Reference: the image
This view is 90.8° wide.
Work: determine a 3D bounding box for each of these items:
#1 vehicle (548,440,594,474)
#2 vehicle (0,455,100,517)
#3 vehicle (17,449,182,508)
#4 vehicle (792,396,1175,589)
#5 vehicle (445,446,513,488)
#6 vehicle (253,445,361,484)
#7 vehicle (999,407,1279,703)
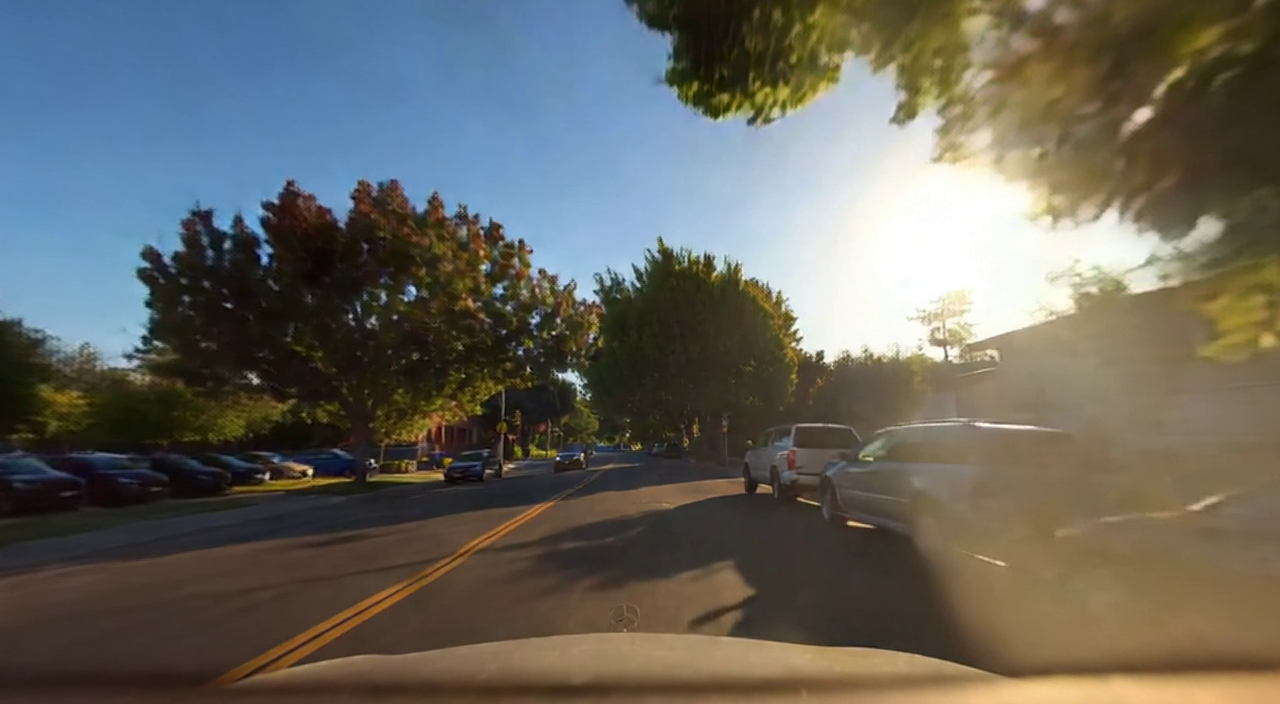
[{"bbox_3d":[-3.846,5.916,35.947,2.088,1.772,4.375,-1,-9,0],"label":"vehicle"},{"bbox_3d":[-16.528,3.432,16.493,4.018,1.401,1.912,-4,-9,21],"label":"vehicle"},{"bbox_3d":[-16.421,3.759,19.201,4.452,1.552,2.158,-5,-10,27],"label":"vehicle"},{"bbox_3d":[3.873,1.706,8.633,2.094,1.789,5.286,0,-9,-2],"label":"vehicle"},{"bbox_3d":[-7.136,5.081,28.394,1.928,1.537,4.439,-5,-8,-2],"label":"vehicle"},{"bbox_3d":[-15.613,5.240,29.591,4.696,1.681,1.905,-4,-9,24],"label":"vehicle"},{"bbox_3d":[4.083,0.982,2.684,1.952,1.538,5.215,0,-8,-1],"label":"vehicle"}]
